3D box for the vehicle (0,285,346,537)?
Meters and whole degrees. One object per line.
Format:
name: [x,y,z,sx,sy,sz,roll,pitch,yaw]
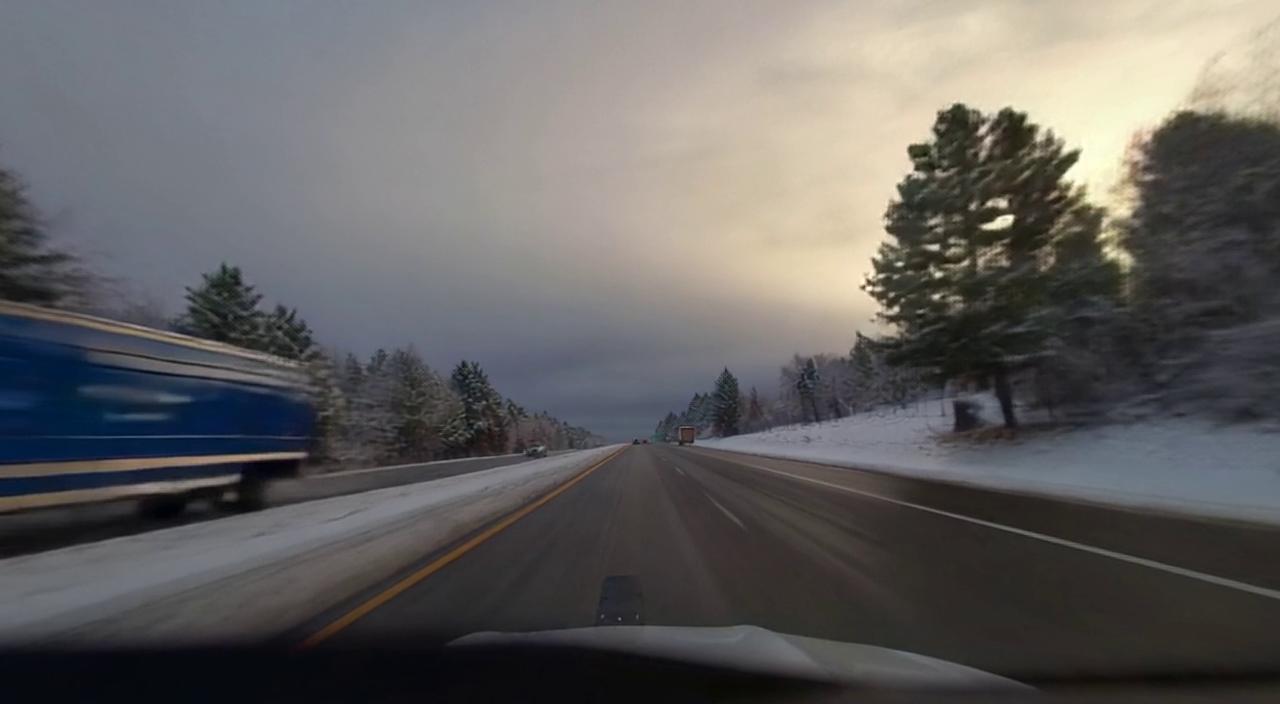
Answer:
vehicle: [-11.549,1.571,14.559,2.862,3.946,13.787,0,-8,0]
